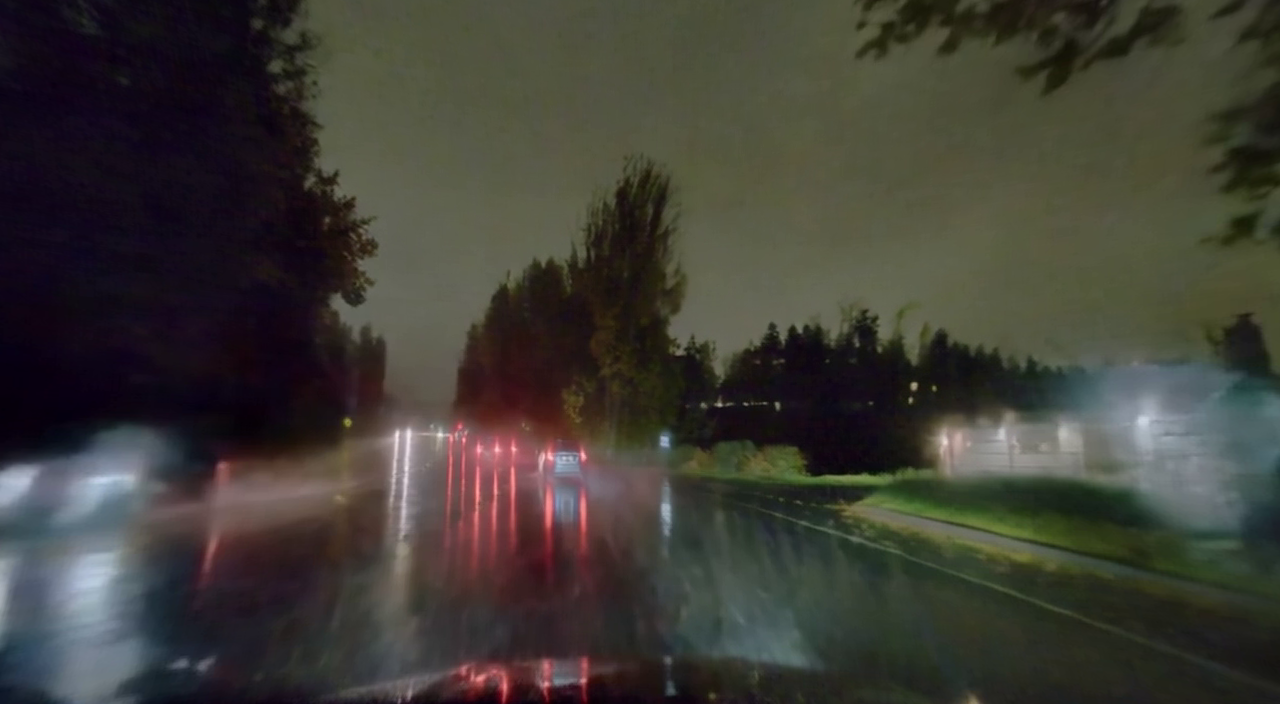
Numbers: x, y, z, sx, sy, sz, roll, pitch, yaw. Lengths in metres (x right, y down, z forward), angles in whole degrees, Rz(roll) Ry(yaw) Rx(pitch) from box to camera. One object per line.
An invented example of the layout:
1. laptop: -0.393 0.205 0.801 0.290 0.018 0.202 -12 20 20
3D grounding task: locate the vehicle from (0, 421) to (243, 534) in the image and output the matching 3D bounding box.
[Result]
1. vehicle: -9.241 2.052 10.805 2.126 1.493 4.748 1 -9 -6

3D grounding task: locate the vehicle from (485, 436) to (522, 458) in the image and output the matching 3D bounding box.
1. vehicle: -9.990 6.933 45.977 2.080 1.530 3.719 3 -9 -20

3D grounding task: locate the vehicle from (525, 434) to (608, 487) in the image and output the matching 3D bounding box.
1. vehicle: -2.485 3.477 20.410 2.296 1.510 4.068 2 -9 -11
